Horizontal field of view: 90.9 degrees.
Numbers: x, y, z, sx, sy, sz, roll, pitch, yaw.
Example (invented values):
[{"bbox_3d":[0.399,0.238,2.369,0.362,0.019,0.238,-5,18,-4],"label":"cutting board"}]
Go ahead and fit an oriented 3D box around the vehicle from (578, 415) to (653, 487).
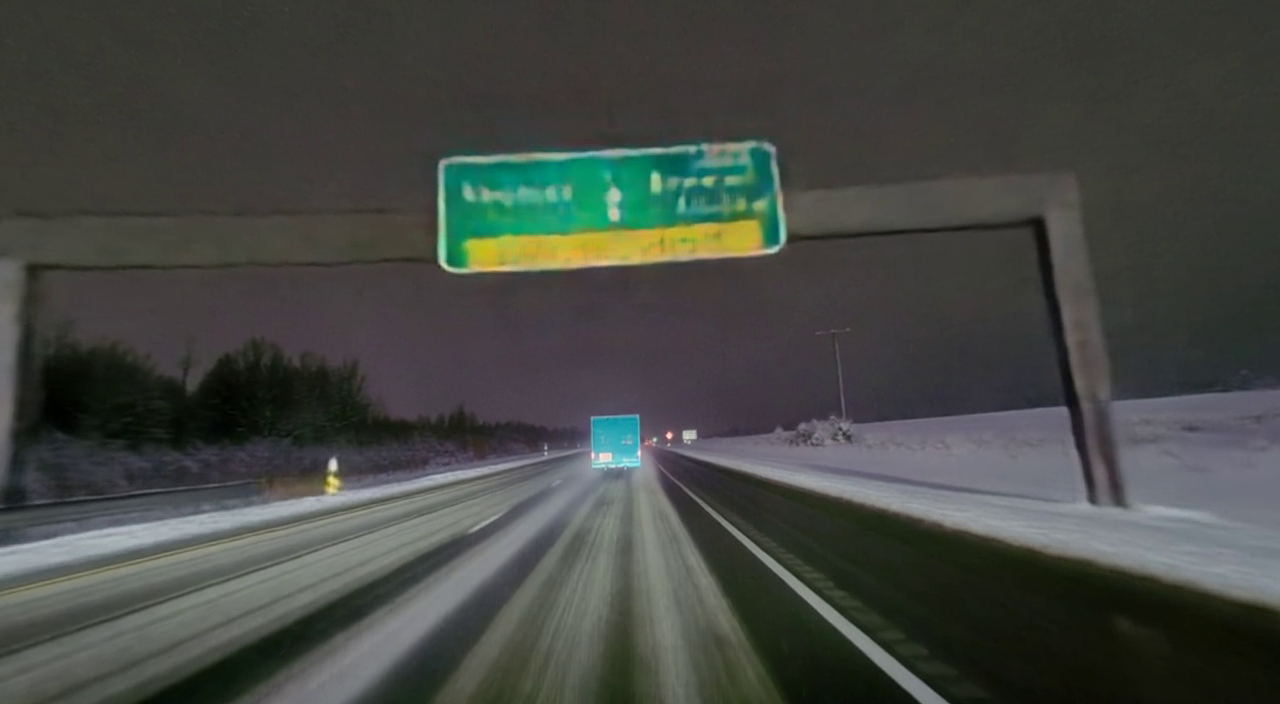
[{"bbox_3d":[-0.768,3.347,21.603,2.248,2.154,4.892,0,-8,-1],"label":"vehicle"}]
